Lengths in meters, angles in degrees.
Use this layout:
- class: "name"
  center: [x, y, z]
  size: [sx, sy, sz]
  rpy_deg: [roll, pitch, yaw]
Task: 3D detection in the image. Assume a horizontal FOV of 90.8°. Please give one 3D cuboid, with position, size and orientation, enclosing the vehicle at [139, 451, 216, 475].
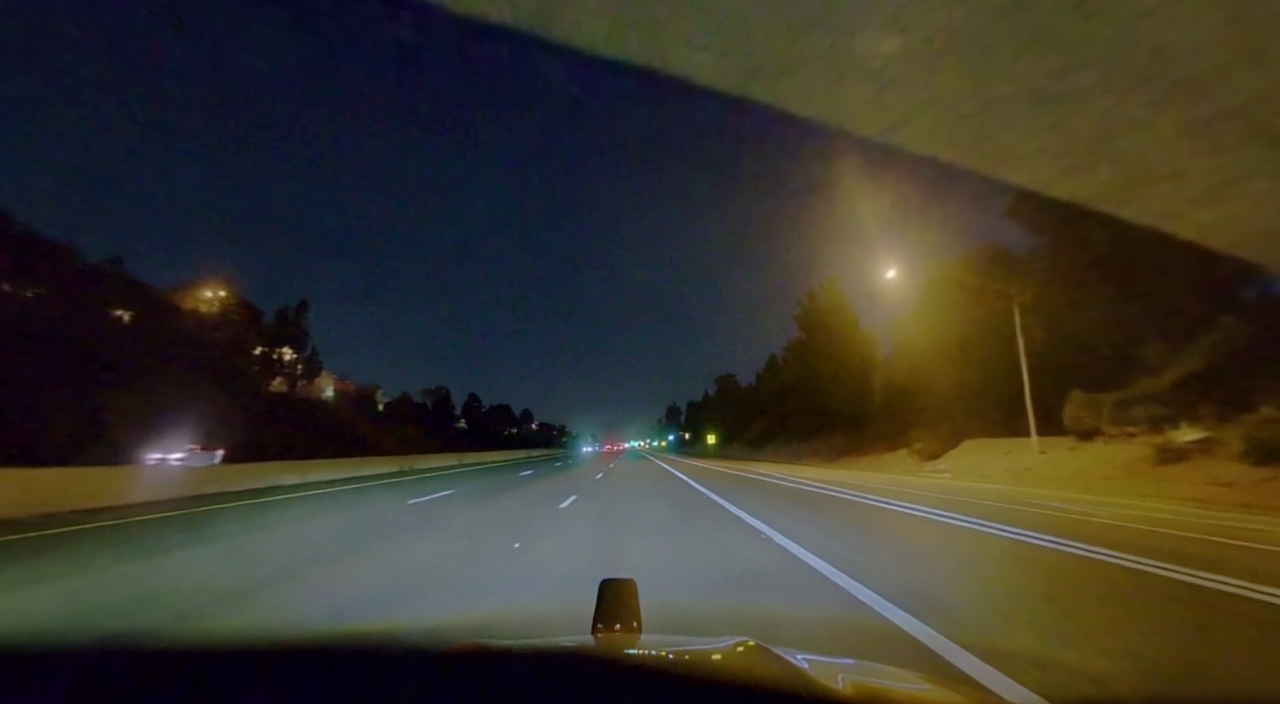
- class: "vehicle"
  center: [-31.932, 7.637, 43.841]
  size: [1.831, 1.519, 4.814]
  rpy_deg: [0, -9, -2]
